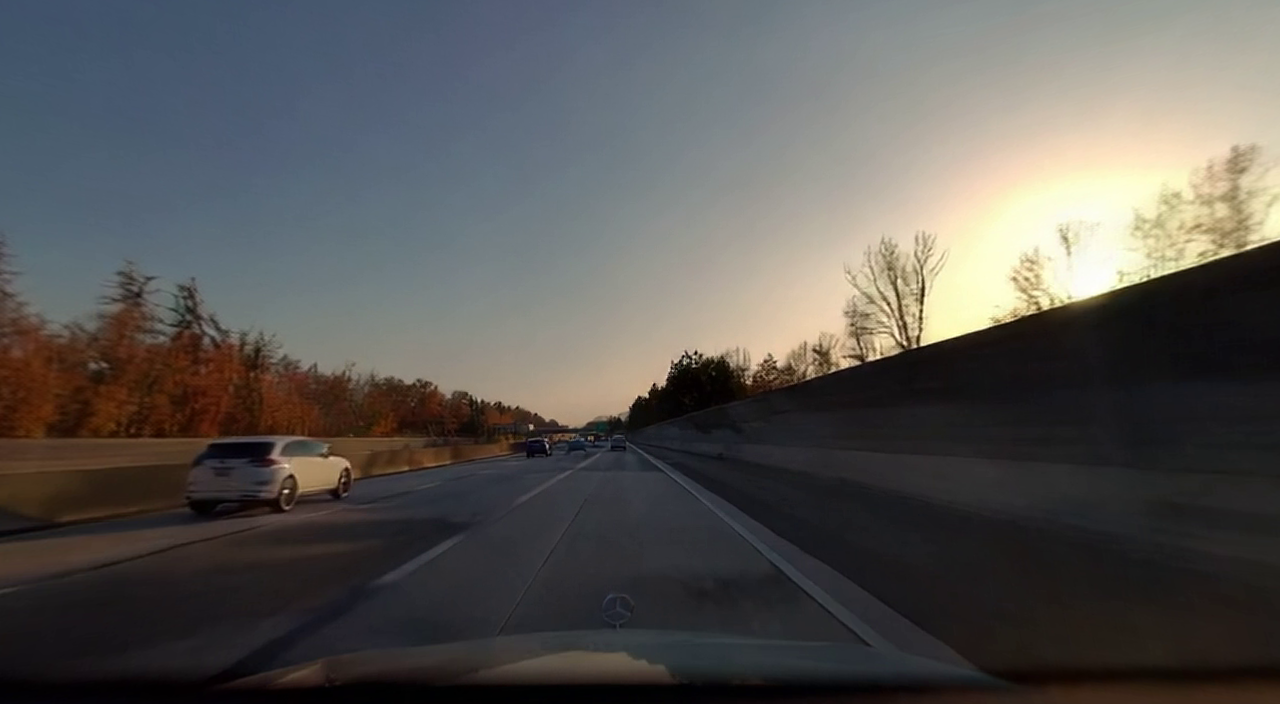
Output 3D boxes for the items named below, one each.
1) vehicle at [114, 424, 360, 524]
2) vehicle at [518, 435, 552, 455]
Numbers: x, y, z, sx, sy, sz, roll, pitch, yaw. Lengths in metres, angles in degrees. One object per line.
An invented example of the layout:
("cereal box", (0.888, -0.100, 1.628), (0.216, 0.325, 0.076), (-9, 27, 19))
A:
("vehicle", (-7.254, 2.198, 11.993), (1.972, 1.532, 4.222), (0, -8, -1))
("vehicle", (-8.089, 7.192, 48.765), (1.988, 1.505, 4.044), (0, -8, -2))
